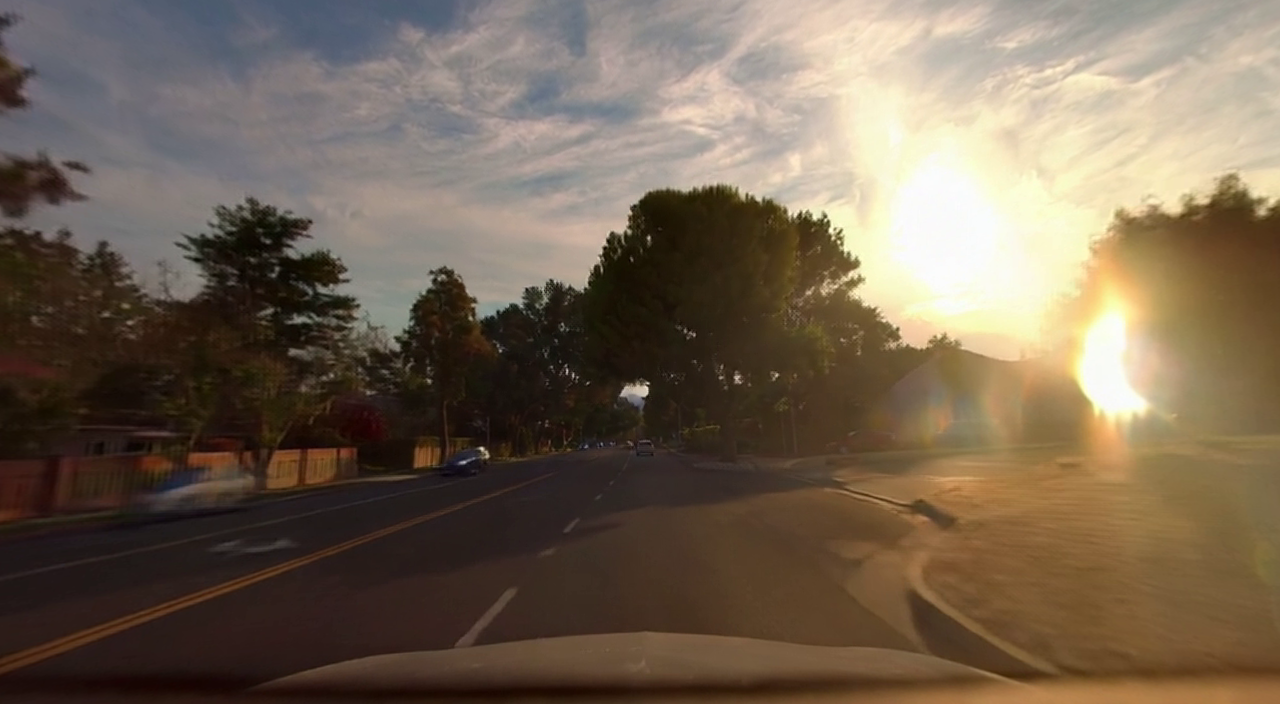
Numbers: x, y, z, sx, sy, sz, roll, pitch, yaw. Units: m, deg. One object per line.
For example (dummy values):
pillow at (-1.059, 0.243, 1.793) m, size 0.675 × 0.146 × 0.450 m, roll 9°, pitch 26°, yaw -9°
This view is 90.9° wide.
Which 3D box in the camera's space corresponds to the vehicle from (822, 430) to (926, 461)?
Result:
vehicle at (13.479, 5.384, 36.533) m, size 5.177 × 1.468 × 2.090 m, roll -3°, pitch -6°, yaw 3°

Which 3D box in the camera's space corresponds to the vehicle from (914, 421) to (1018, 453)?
vehicle at (18.904, 4.951, 36.675) m, size 4.821 × 1.832 × 2.196 m, roll 0°, pitch -8°, yaw -2°

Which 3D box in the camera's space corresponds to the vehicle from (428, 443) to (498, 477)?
vehicle at (-8.518, 5.235, 30.837) m, size 1.961 × 1.518 × 4.846 m, roll 0°, pitch -8°, yaw 1°

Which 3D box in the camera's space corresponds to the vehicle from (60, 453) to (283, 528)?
vehicle at (-11.290, 3.315, 15.734) m, size 2.026 × 1.519 × 4.534 m, roll 0°, pitch -8°, yaw 1°
